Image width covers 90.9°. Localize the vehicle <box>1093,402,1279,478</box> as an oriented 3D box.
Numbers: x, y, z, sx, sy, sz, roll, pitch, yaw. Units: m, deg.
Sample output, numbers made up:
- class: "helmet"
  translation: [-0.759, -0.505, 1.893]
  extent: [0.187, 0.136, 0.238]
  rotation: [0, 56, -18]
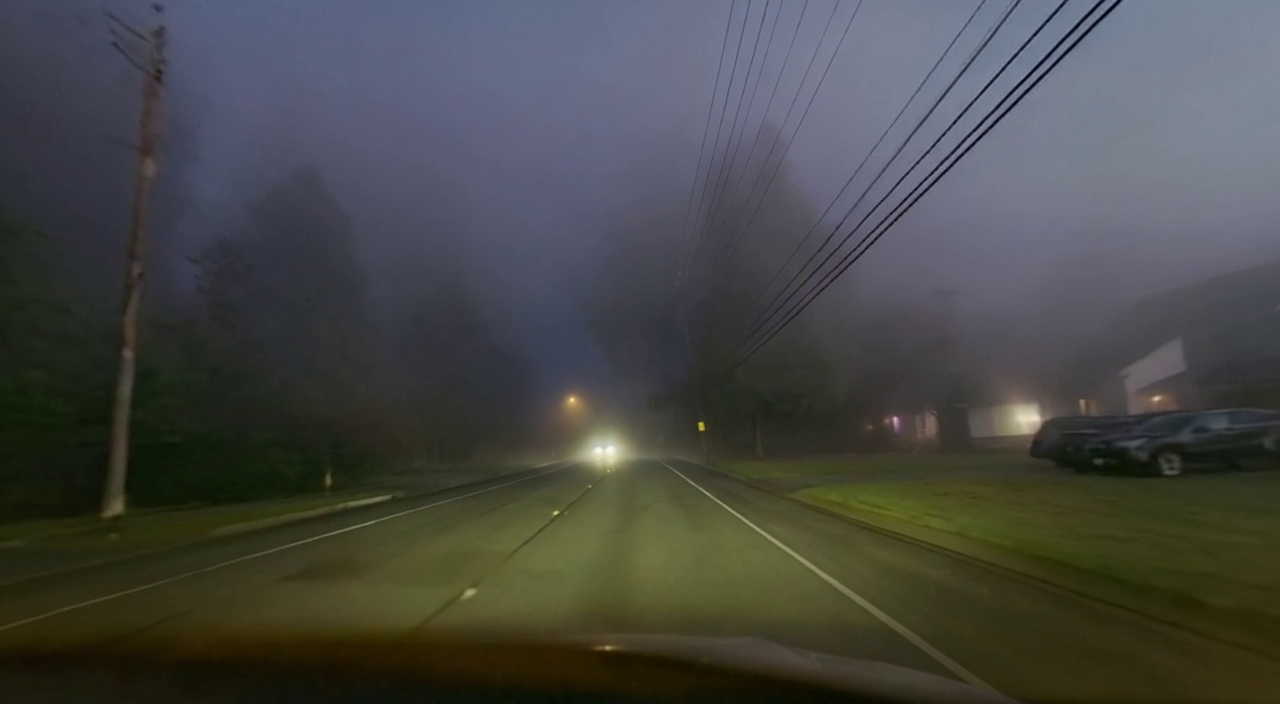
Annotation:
- class: "vehicle"
  translation: [14.129, 2.131, 15.404]
  extent: [4.512, 1.701, 2.017]
  rotation: [0, -8, -1]
